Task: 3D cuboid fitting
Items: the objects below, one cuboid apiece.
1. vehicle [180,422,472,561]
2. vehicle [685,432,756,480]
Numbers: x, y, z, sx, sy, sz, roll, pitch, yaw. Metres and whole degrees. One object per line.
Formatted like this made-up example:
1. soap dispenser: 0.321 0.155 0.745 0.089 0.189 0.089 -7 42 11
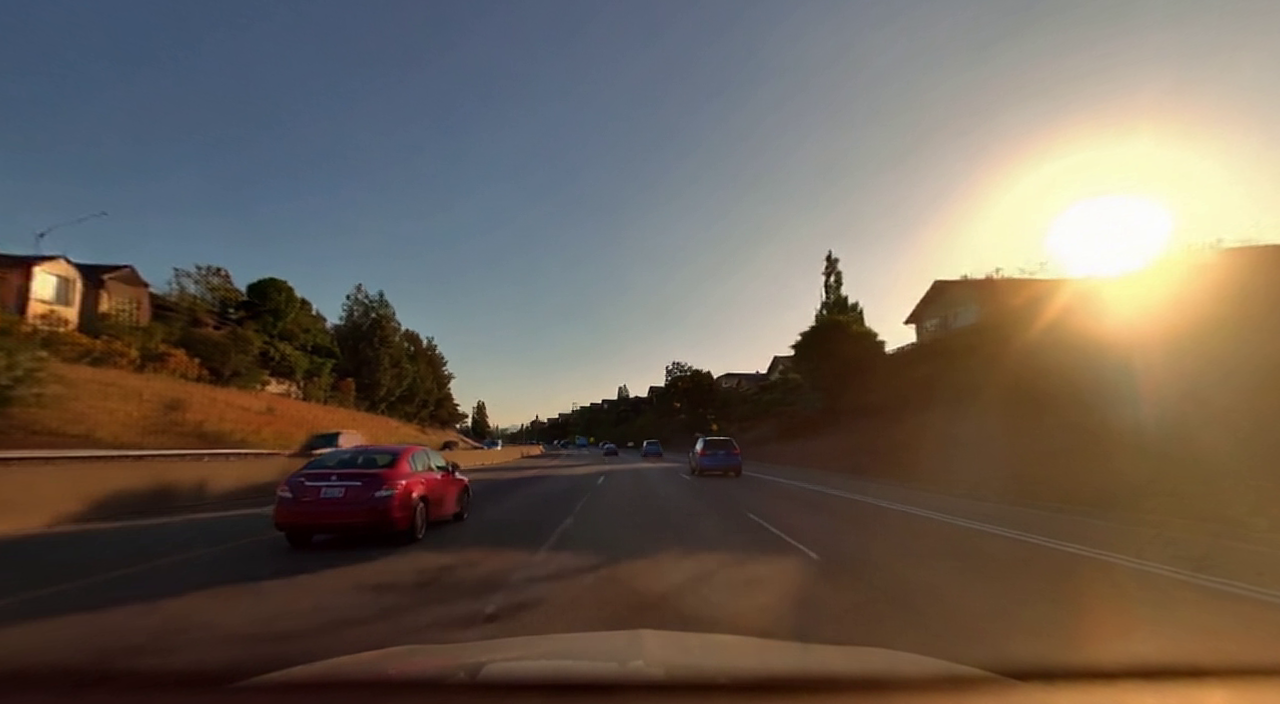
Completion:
1. vehicle: -4.078 1.883 9.245 2.036 1.528 4.400 0 -9 0
2. vehicle: 3.031 4.051 24.718 2.092 1.686 4.188 0 -8 -2
